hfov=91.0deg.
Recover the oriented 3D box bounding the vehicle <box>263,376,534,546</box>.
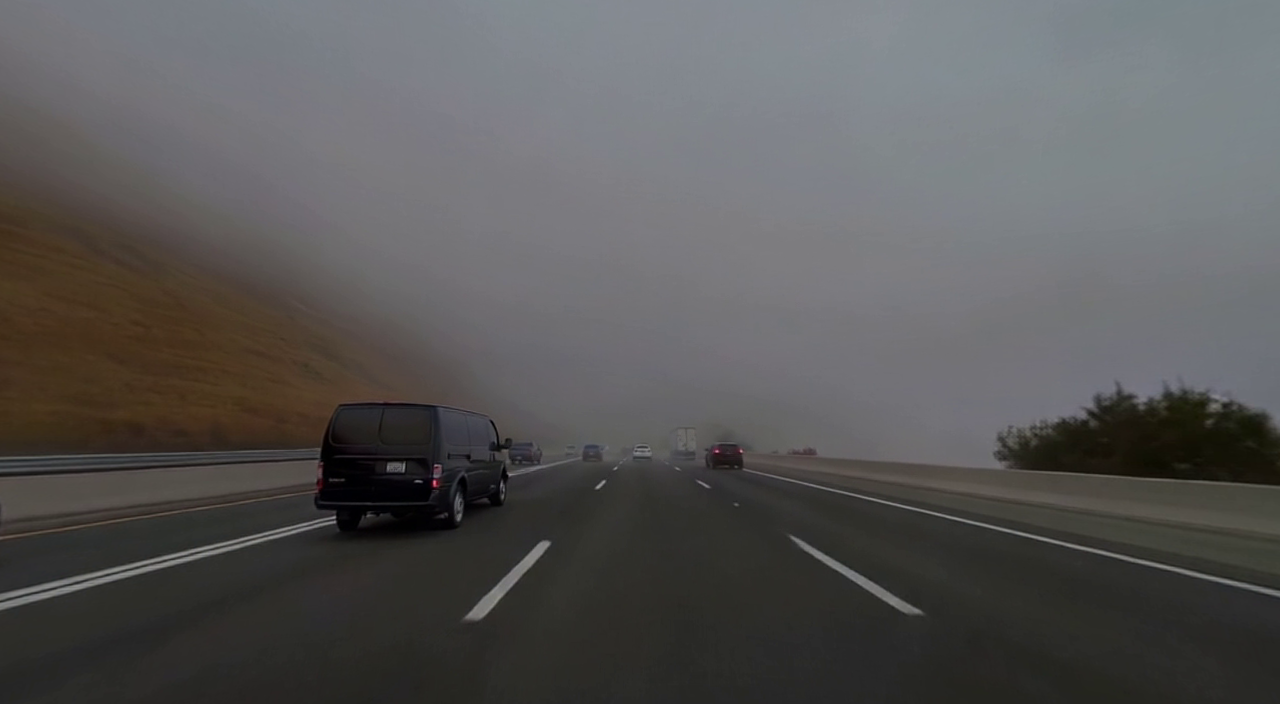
[{"bbox_3d":[-3.636,1.860,11.157,2.421,2.203,5.775,0,-9,1],"label":"vehicle"}]

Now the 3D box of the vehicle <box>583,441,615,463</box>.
[{"bbox_3d":[-3.134,7.694,48.611,2.138,1.581,4.340,0,-9,0],"label":"vehicle"}]

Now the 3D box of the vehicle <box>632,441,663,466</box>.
[{"bbox_3d":[0.472,6.761,42.044,2.014,1.543,3.804,0,-9,0],"label":"vehicle"}]

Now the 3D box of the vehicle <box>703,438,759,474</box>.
[{"bbox_3d":[4.370,5.074,30.873,2.051,1.598,4.145,0,-9,-1],"label":"vehicle"}]
